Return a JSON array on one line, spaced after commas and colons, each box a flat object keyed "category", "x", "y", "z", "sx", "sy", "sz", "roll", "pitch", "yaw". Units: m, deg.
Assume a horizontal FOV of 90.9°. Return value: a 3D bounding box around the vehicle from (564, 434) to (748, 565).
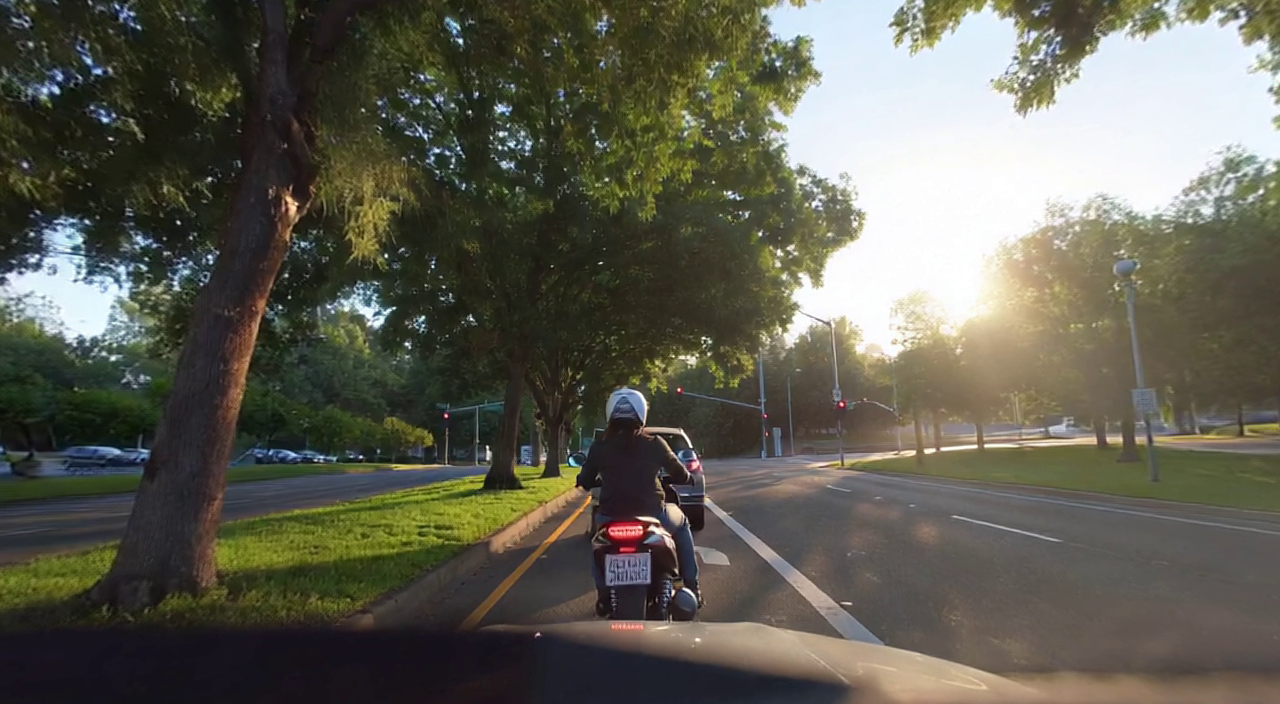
[{"category": "vehicle", "x": 0.138, "y": 2.000, "z": 9.435, "sx": 2.093, "sy": 1.450, "sz": 4.437, "roll": 0, "pitch": -8, "yaw": -1}]
